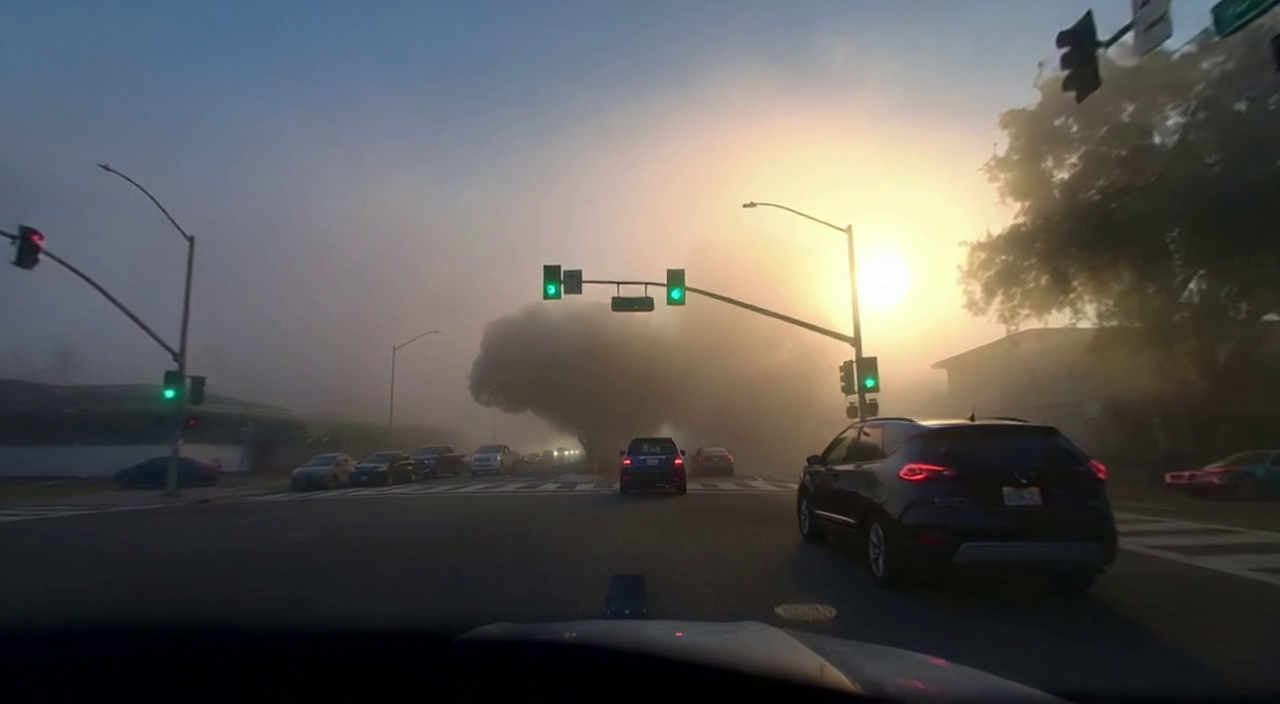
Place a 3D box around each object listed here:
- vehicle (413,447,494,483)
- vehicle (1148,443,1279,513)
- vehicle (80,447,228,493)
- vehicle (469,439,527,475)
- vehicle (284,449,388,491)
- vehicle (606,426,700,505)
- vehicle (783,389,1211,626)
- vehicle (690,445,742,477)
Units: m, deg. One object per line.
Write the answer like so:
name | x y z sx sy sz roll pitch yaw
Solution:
vehicle | -8.123 4.935 27.925 2.083 1.420 4.702 0 -8 1
vehicle | 14.848 2.797 14.324 4.856 1.454 1.923 0 -8 1
vehicle | -20.691 4.972 26.994 1.986 1.742 4.580 -7 -11 40
vehicle | -8.218 6.086 36.903 2.182 1.939 4.889 0 -8 1
vehicle | -12.102 4.707 25.478 1.959 1.450 4.487 0 -8 1
vehicle | 0.301 2.959 16.955 2.185 1.822 4.391 0 -8 0
vehicle | 3.251 1.496 7.095 2.166 1.799 4.372 0 -8 -1
vehicle | 3.849 5.584 32.767 2.096 1.489 4.757 0 -8 0
